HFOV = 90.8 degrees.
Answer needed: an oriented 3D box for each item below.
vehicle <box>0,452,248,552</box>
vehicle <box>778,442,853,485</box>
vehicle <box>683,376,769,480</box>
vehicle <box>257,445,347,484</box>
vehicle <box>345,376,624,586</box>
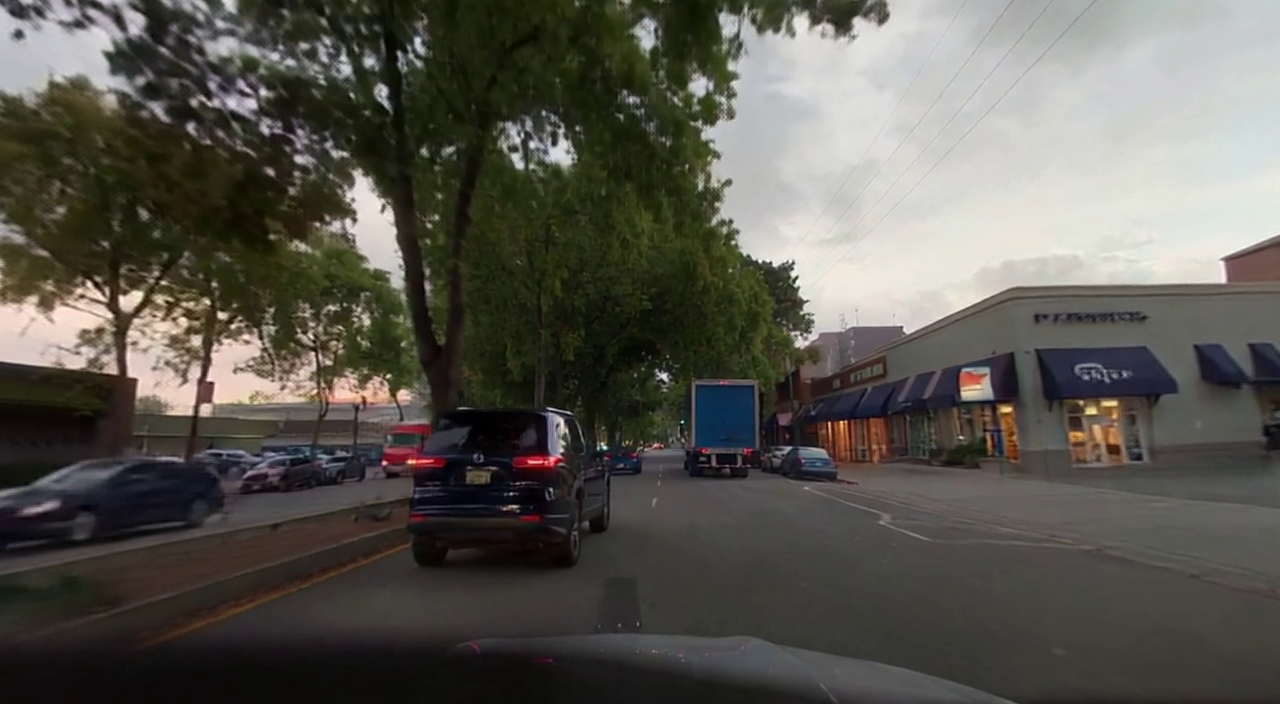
[{"bbox_3d":[-9.886,2.639,11.879,1.915,1.434,4.609,-1,-9,3],"label":"vehicle"},{"bbox_3d":[6.826,4.346,24.977,1.929,1.522,4.158,-1,-9,3],"label":"vehicle"},{"bbox_3d":[3.921,4.029,32.238,3.007,4.206,12.913,-1,-8,2],"label":"vehicle"},{"bbox_3d":[-21.195,7.013,39.997,2.233,2.228,5.747,0,-8,4],"label":"vehicle"},{"bbox_3d":[-1.603,1.622,8.715,2.293,2.036,4.853,-1,-9,4],"label":"vehicle"}]
